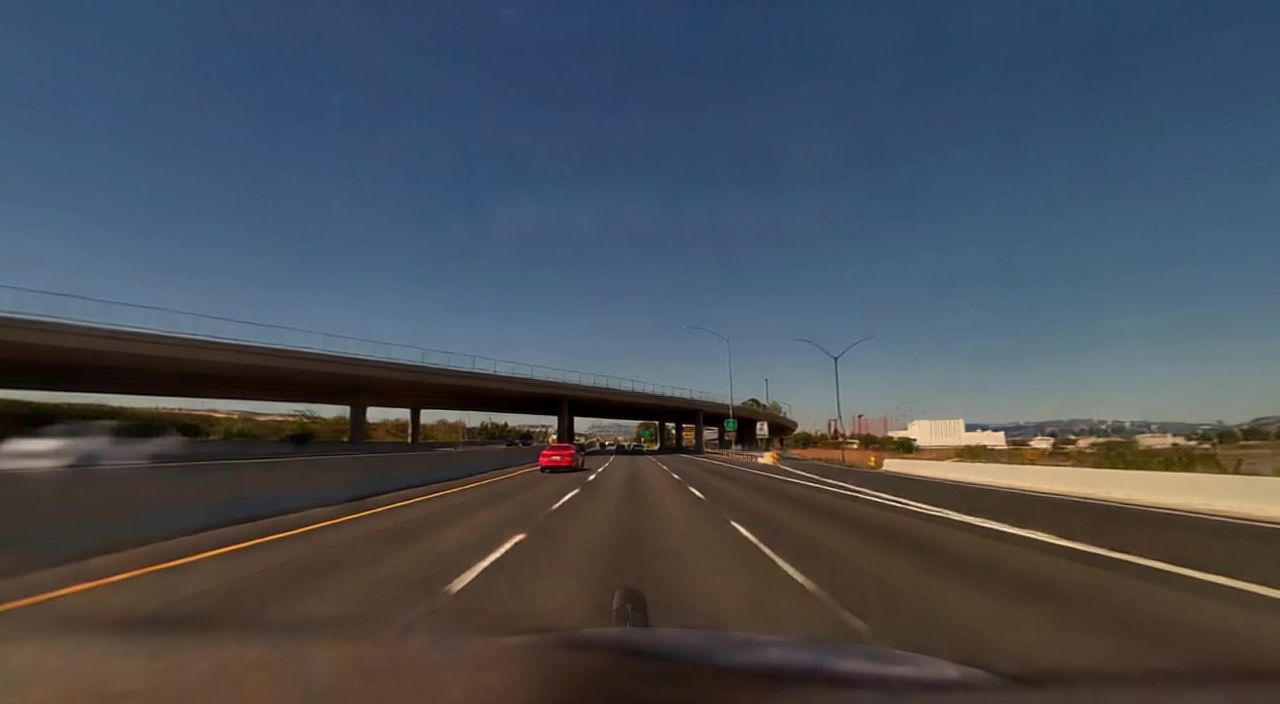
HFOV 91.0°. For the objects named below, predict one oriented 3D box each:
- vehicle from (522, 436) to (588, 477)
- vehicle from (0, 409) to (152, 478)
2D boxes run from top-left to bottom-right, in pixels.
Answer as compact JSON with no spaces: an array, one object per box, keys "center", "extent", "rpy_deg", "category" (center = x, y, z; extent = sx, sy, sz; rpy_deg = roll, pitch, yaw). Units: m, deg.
[{"center":[-3.585,4.540,27.551],"extent":[2.160,1.608,5.012],"rpy_deg":[0,-8,0],"category":"vehicle"},{"center":[-15.976,2.469,17.050],"extent":[1.901,1.628,4.389],"rpy_deg":[0,-8,1],"category":"vehicle"}]
